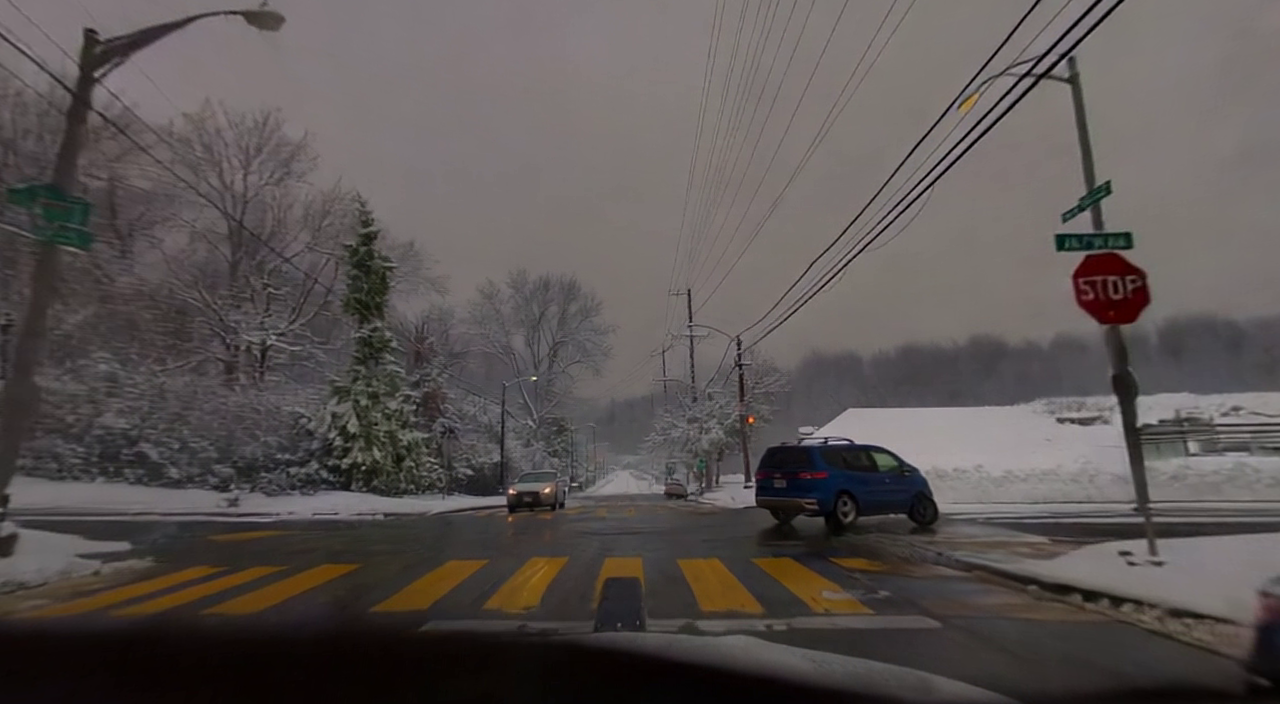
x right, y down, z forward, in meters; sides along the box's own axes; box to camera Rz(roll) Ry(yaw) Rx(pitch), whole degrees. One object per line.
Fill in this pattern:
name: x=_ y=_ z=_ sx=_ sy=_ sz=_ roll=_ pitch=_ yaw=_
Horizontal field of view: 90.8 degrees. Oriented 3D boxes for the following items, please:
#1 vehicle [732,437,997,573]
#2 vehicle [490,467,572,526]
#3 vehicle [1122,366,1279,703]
vehicle: x=4.039 y=2.400 z=10.950 sx=4.872 sy=1.789 sz=2.214 roll=7 pitch=-11 yaw=-42
vehicle: x=-3.433 y=4.634 z=20.641 sx=1.911 sy=1.563 sz=4.057 roll=0 pitch=-8 yaw=0
vehicle: x=3.272 y=0.667 z=0.930 sx=1.933 sy=1.612 sz=3.941 roll=0 pitch=-8 yaw=-1
